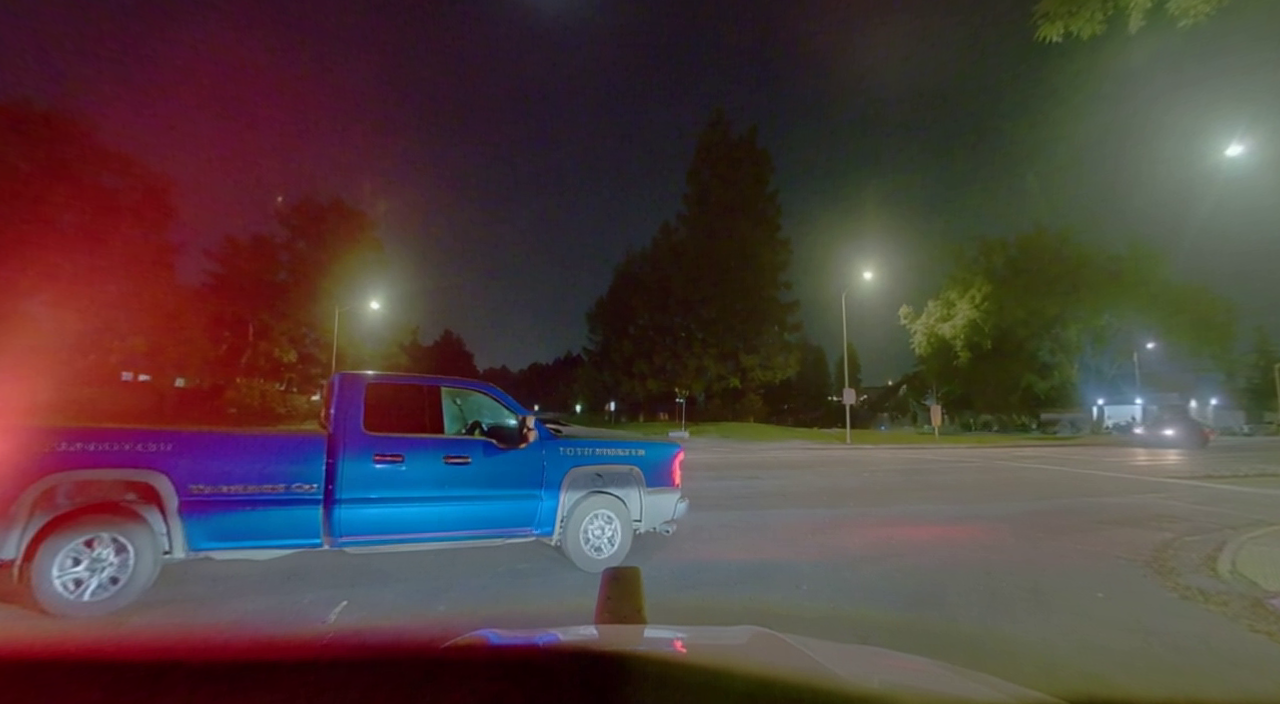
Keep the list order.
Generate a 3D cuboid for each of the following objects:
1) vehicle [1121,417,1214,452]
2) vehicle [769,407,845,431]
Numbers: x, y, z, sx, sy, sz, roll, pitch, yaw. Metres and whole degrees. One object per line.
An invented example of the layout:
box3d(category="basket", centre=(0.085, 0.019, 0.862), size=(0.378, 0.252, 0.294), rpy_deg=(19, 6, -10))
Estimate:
box3d(category="vehicle", centre=(30.113, 4.733, 35.827), size=(5.333, 1.837, 2.124), rpy_deg=(5, -10, -29))
box3d(category="vehicle", centre=(11.462, 4.628, 43.126), size=(4.674, 1.483, 1.745), rpy_deg=(2, -9, -12))
